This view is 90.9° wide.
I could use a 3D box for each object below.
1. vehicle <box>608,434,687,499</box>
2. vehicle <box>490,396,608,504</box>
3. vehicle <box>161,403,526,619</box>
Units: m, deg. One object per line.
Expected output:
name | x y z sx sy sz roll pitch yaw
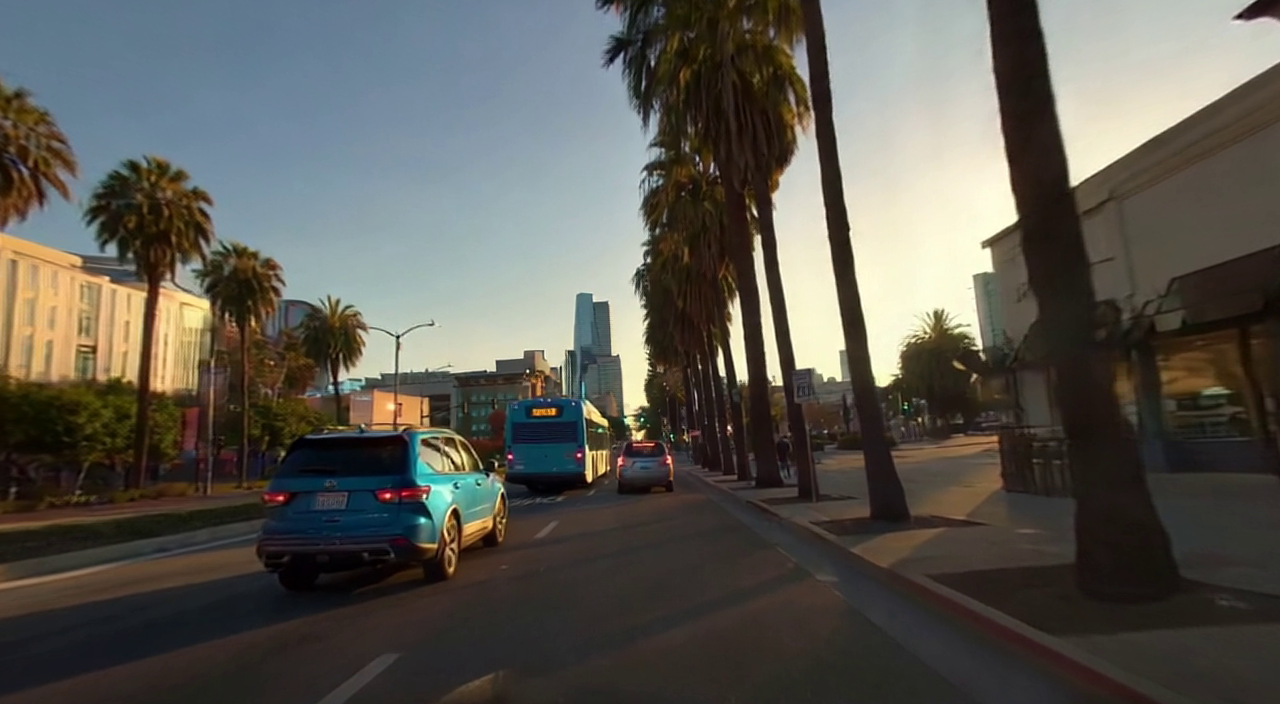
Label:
vehicle | 0.220 3.372 18.931 2.120 1.727 3.917 0 -8 1
vehicle | -2.842 3.442 22.430 2.775 3.064 8.297 0 -8 1
vehicle | -2.930 1.686 7.692 2.124 1.799 4.587 0 -8 1
